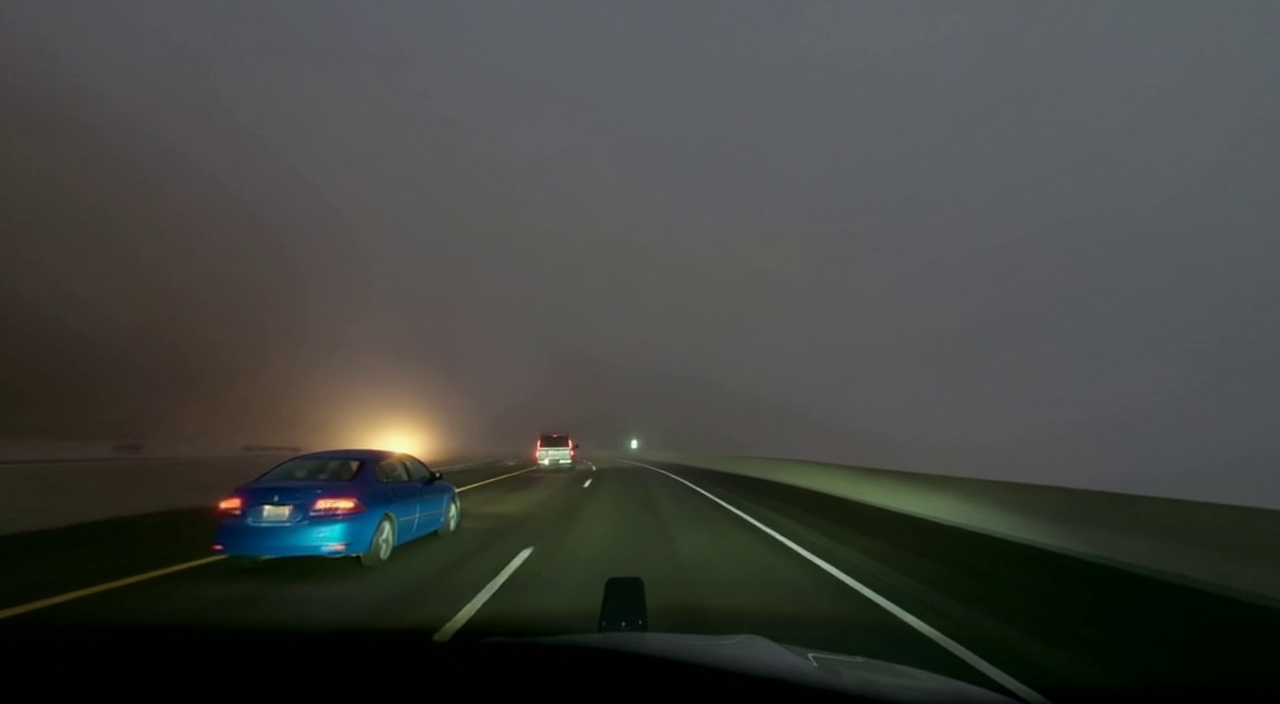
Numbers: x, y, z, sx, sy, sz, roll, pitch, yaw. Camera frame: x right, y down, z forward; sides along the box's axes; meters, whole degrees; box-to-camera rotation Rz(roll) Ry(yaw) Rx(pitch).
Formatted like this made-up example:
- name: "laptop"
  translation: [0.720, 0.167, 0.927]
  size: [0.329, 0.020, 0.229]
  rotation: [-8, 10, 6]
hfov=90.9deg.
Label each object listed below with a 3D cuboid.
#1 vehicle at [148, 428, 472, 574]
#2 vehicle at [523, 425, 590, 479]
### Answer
- name: "vehicle"
  translation: [-4.073, 1.908, 8.945]
  size: [2.097, 1.511, 4.585]
  rotation: [0, -9, 0]
- name: "vehicle"
  translation: [-3.707, 4.583, 29.103]
  size: [2.444, 2.204, 5.568]
  rotation: [0, -9, -1]
